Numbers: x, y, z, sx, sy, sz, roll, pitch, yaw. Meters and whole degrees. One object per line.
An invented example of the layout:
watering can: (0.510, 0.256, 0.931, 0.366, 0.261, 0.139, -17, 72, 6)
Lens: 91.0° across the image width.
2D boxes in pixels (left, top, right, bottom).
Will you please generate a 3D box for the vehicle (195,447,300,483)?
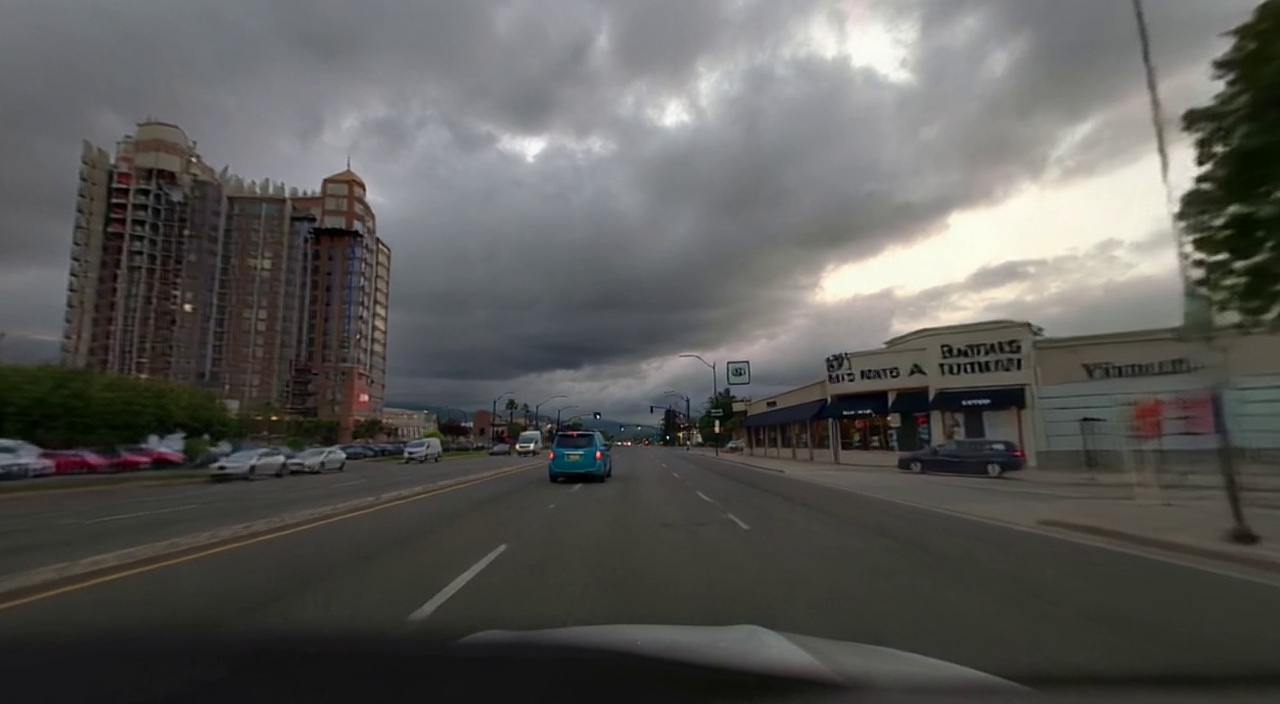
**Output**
vehicle: (-17.806, 5.101, 28.865, 1.852, 1.481, 4.660, 0, -8, -1)

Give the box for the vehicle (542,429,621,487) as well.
vehicle: (-1.807, 3.440, 20.695, 2.080, 1.722, 3.766, 0, -8, 2)

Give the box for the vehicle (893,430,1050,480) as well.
vehicle: (14.827, 4.640, 28.653, 2.589, 1.989, 5.779, 4, -9, -26)

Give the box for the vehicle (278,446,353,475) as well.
vehicle: (-17.764, 5.933, 34.720, 1.840, 1.508, 4.376, 0, -8, -1)
